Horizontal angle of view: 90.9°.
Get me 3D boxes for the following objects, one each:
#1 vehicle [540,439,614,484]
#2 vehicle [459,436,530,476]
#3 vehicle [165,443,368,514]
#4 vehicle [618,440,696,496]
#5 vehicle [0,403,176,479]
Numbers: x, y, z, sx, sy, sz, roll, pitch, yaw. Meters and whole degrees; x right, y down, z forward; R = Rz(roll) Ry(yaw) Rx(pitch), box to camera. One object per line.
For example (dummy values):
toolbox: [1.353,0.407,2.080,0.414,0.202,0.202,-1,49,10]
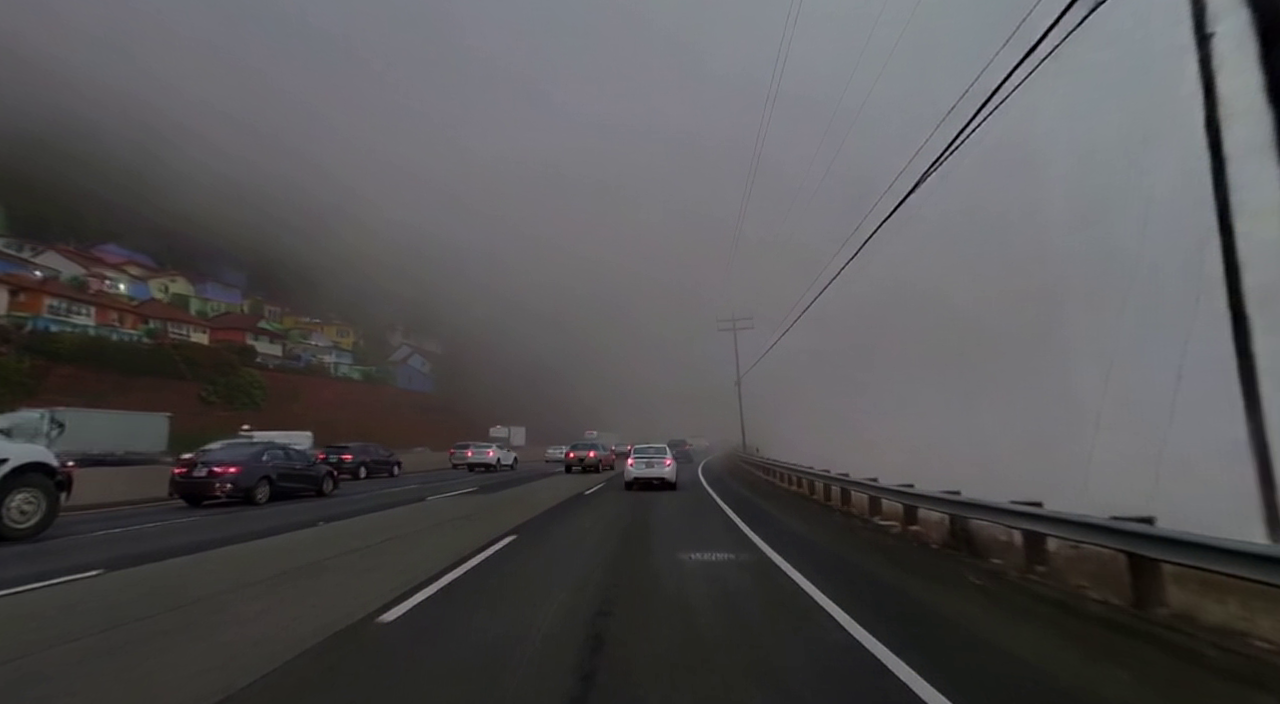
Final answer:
vehicle: [-2.427,4.377,25.590,2.121,1.639,4.383,-1,-8,6]
vehicle: [-7.257,5.241,32.003,2.080,1.833,4.461,-1,-8,7]
vehicle: [-8.820,2.972,15.476,1.959,1.469,4.450,-1,-8,5]
vehicle: [0.609,3.412,19.017,2.109,1.495,3.935,-1,-8,4]
vehicle: [-28.522,4.485,31.675,2.962,3.232,9.077,-1,-8,4]
